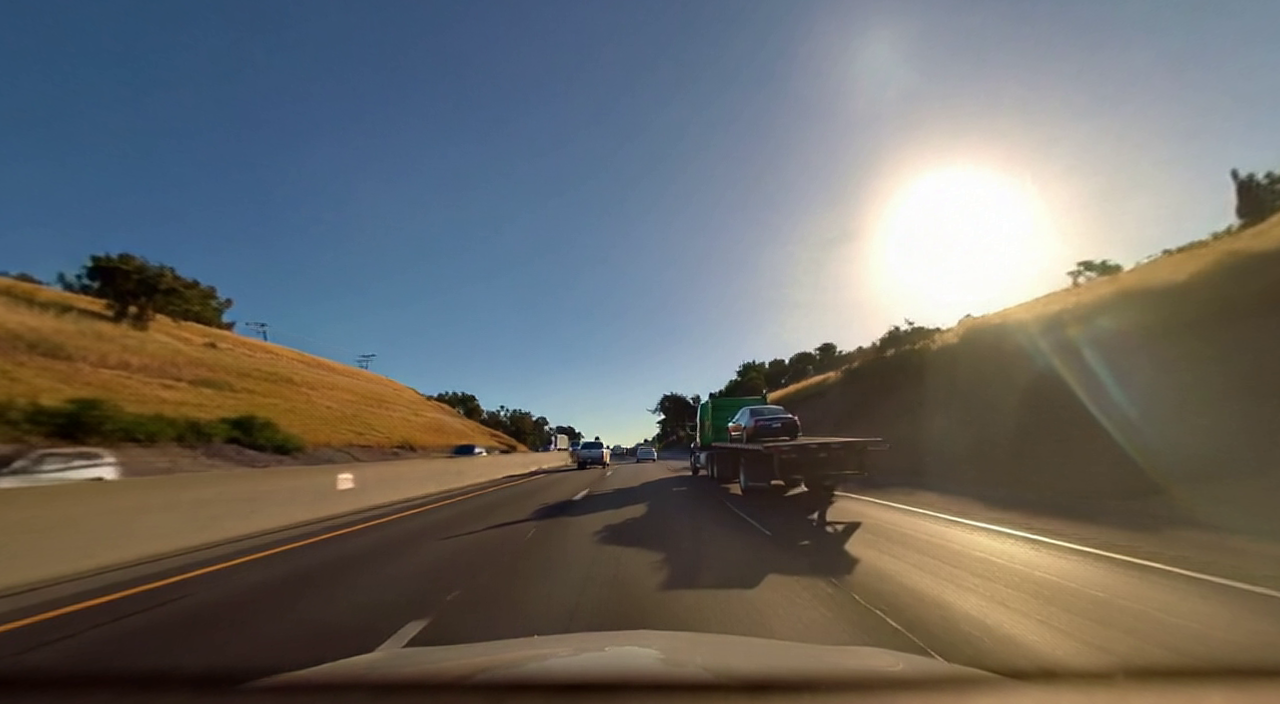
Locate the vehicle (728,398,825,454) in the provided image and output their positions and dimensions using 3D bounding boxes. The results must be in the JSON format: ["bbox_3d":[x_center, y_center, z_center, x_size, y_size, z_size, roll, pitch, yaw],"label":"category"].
[{"bbox_3d":[4.099,2.395,19.743,1.968,1.547,4.215,0,-9,-2],"label":"vehicle"}]

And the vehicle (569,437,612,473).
[{"bbox_3d":[-2.930,6.253,38.352,2.142,2.044,4.446,0,-9,2],"label":"vehicle"}]

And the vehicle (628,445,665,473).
[{"bbox_3d":[0.383,6.241,36.892,2.086,1.497,3.681,0,-9,1],"label":"vehicle"}]

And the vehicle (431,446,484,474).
[{"bbox_3d":[-10.784,6.422,37.561,1.891,1.528,4.142,0,-9,1],"label":"vehicle"}]

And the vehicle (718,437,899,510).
[{"bbox_3d":[4.246,3.383,18.477,2.654,1.574,9.537,0,-9,0],"label":"vehicle"}]

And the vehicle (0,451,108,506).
[{"bbox_3d":[-18.569,3.731,18.928,1.962,1.488,3.587,0,-9,0],"label":"vehicle"}]
